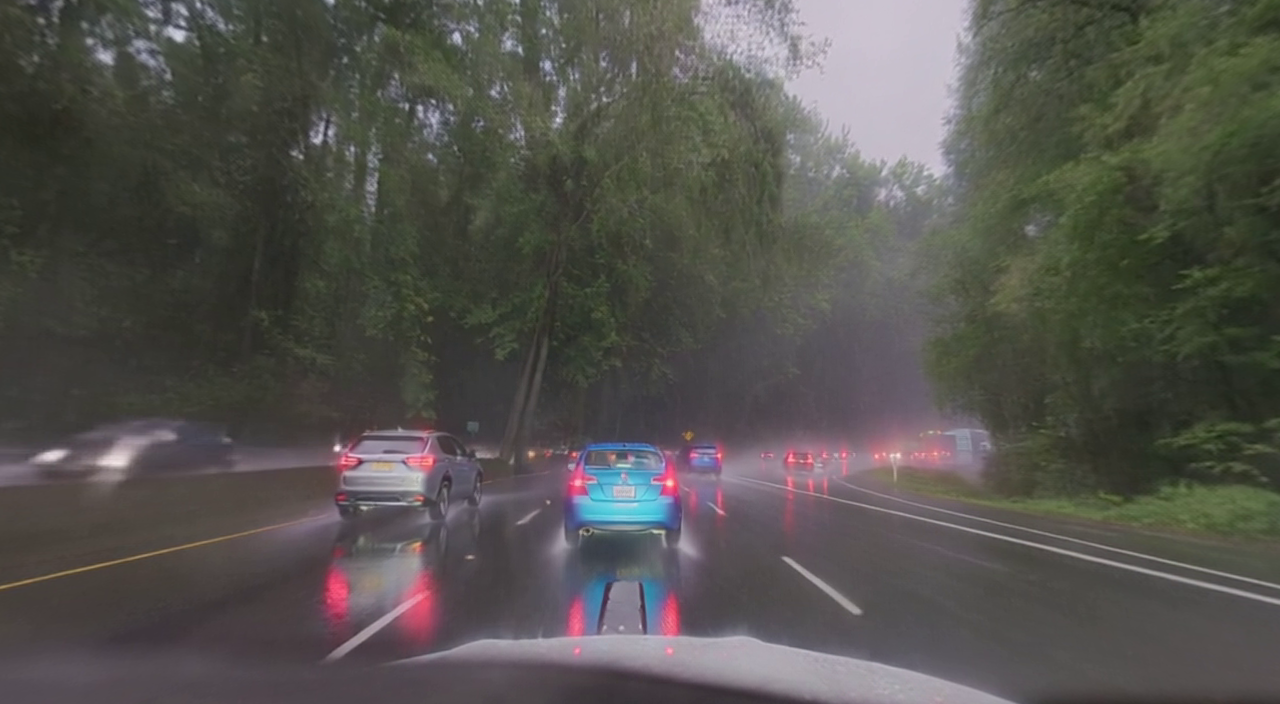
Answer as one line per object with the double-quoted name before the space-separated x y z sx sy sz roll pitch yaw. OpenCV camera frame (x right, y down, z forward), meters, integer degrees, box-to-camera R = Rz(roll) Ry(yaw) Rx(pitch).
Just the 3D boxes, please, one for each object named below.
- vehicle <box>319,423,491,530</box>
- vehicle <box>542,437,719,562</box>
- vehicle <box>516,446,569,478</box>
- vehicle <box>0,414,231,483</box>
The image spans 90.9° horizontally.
"vehicle" -4.282 2.332 12.277 1.830 1.703 4.142 0 -9 -2
"vehicle" -0.190 2.105 9.744 2.120 1.478 4.179 0 -9 -2
"vehicle" -4.824 5.493 31.601 2.122 1.491 3.800 0 -9 -1
"vehicle" -12.764 2.427 15.799 2.076 1.461 4.477 0 -9 -2
